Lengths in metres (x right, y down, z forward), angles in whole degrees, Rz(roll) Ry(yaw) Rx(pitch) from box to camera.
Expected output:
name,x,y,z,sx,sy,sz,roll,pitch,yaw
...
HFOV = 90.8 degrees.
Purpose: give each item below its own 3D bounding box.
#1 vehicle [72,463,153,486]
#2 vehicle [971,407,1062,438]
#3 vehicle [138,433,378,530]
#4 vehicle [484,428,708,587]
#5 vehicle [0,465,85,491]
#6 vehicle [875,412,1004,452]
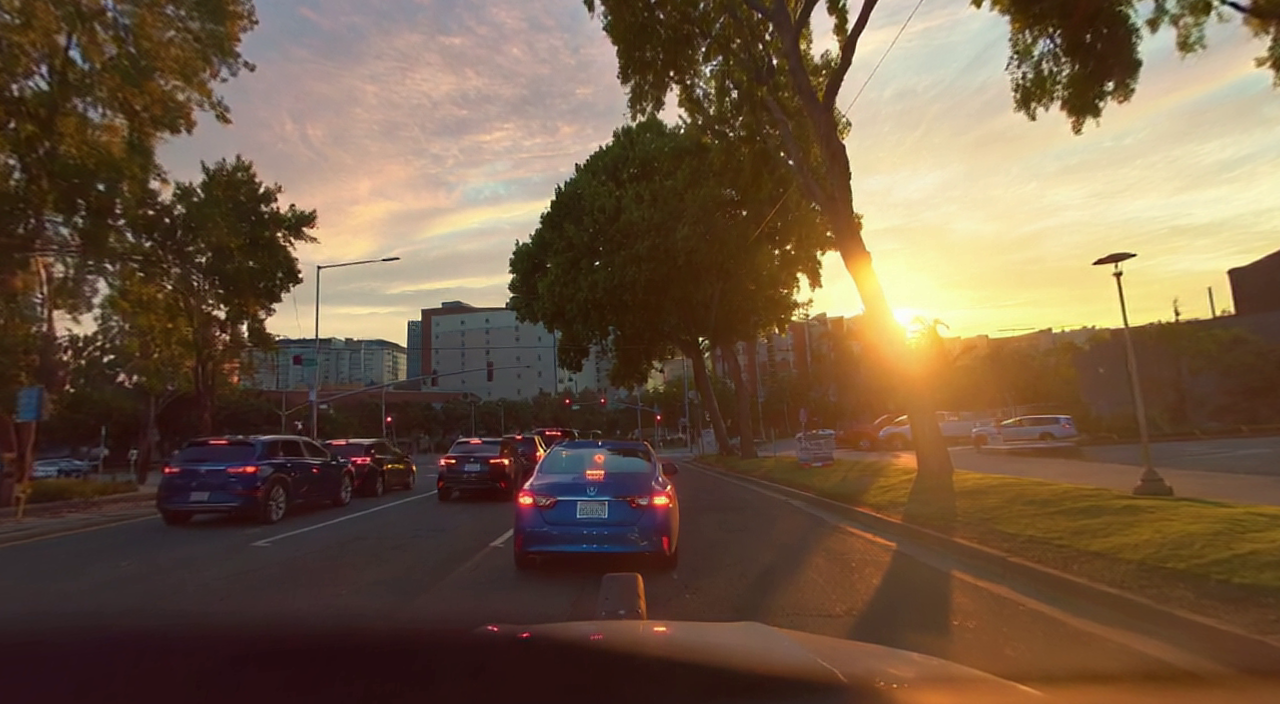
name,x,y,z,sx,sy,sz,roll,pitch,yaw
vehicle,-36.380,8.441,43.638,3.918,1.423,1.861,0,-9,1
vehicle,26.989,5.110,45.307,5.333,1.880,2.130,-8,-9,33
vehicle,-7.270,2.485,12.705,2.096,1.593,4.288,0,-9,0
vehicle,-0.409,1.771,7.998,2.104,1.472,3.946,0,-9,0
vehicle,-36.628,7.622,38.320,4.093,1.440,1.804,0,-9,-1
vehicle,13.928,3.771,29.589,4.975,1.809,1.956,0,-9,1
